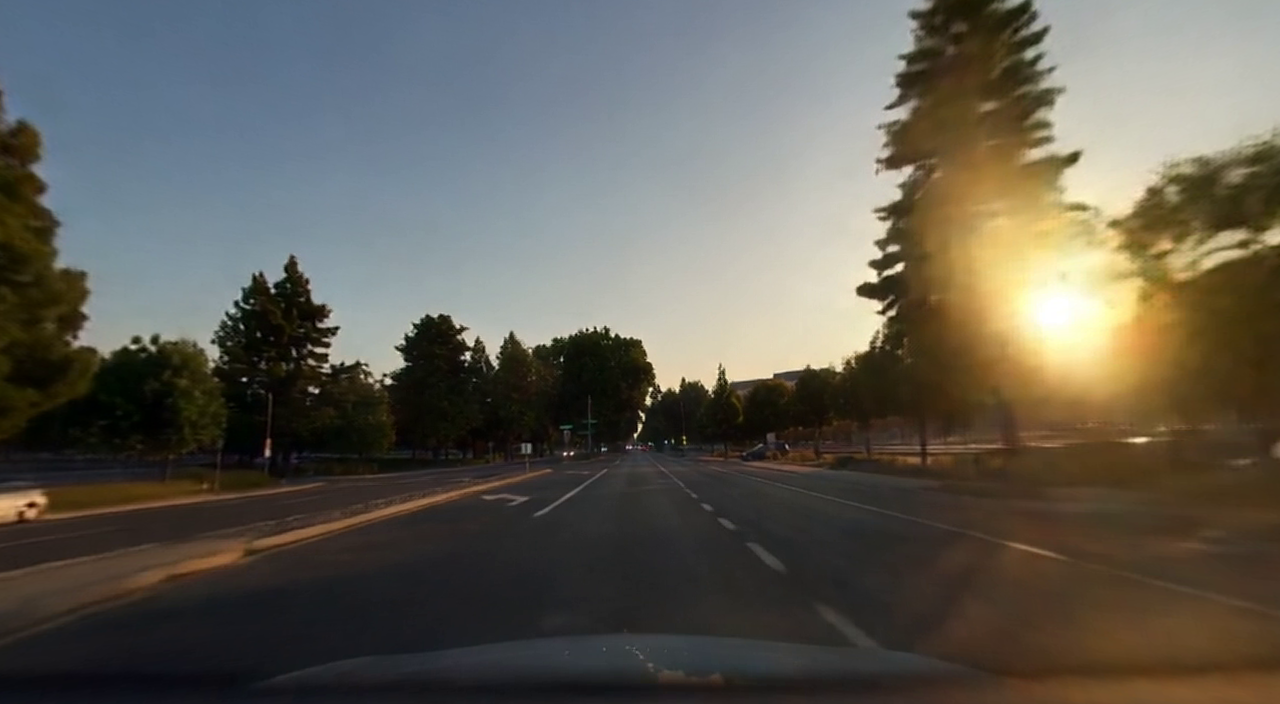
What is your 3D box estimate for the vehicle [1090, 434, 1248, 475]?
[{"bbox_3d":[20.392,3.970,24.495,4.402,1.476,1.860,0,-9,-1],"label":"vehicle"}]
